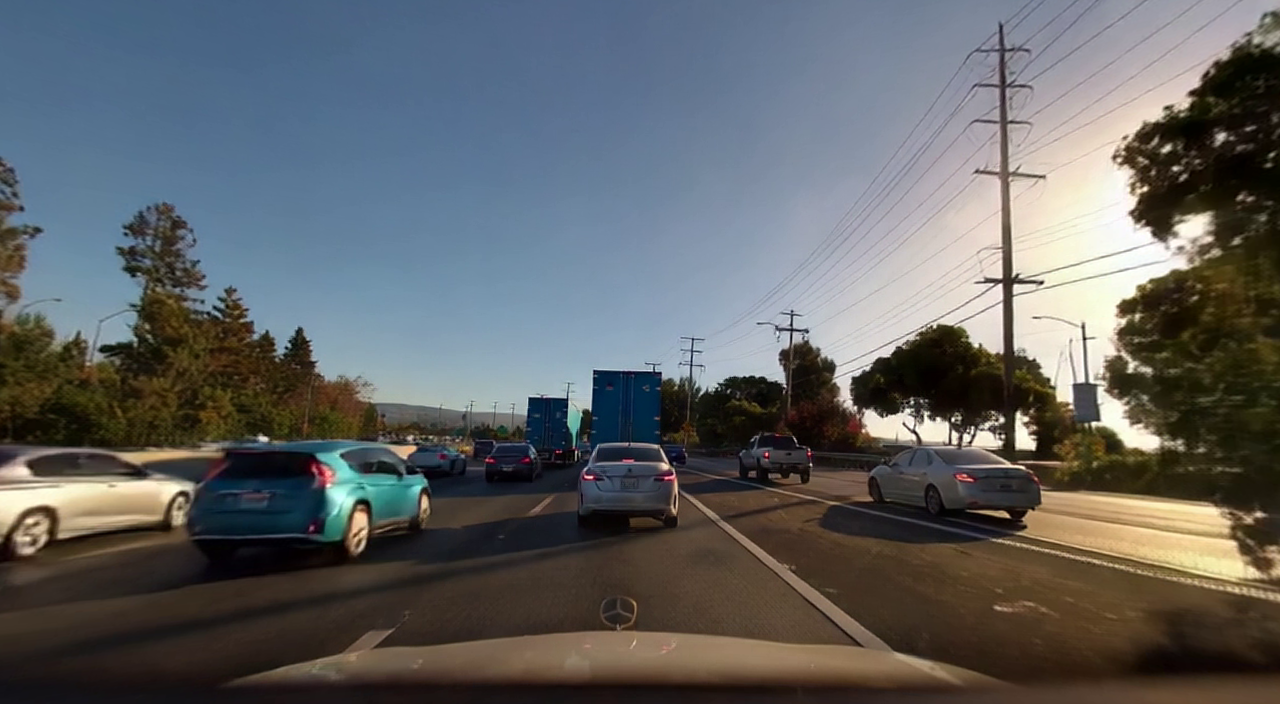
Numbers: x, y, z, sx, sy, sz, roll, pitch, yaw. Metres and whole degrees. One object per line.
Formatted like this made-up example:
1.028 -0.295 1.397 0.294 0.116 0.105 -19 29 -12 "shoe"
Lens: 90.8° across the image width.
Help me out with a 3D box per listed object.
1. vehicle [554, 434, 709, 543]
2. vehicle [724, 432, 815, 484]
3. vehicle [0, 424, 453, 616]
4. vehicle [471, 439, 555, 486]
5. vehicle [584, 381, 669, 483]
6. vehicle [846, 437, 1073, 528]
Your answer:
-0.234 2.176 10.715 2.112 1.463 4.012 0 -9 -4 "vehicle"
4.469 3.745 22.541 2.023 1.676 4.002 1 -9 -6 "vehicle"
-3.964 1.684 7.503 1.960 1.450 5.246 0 -9 -1 "vehicle"
-4.364 3.878 22.517 2.090 1.463 4.968 0 -9 -2 "vehicle"
-0.641 3.380 25.983 2.909 3.518 8.262 0 -9 -3 "vehicle"
5.787 2.388 12.164 1.878 1.406 4.164 1 -9 -6 "vehicle"
